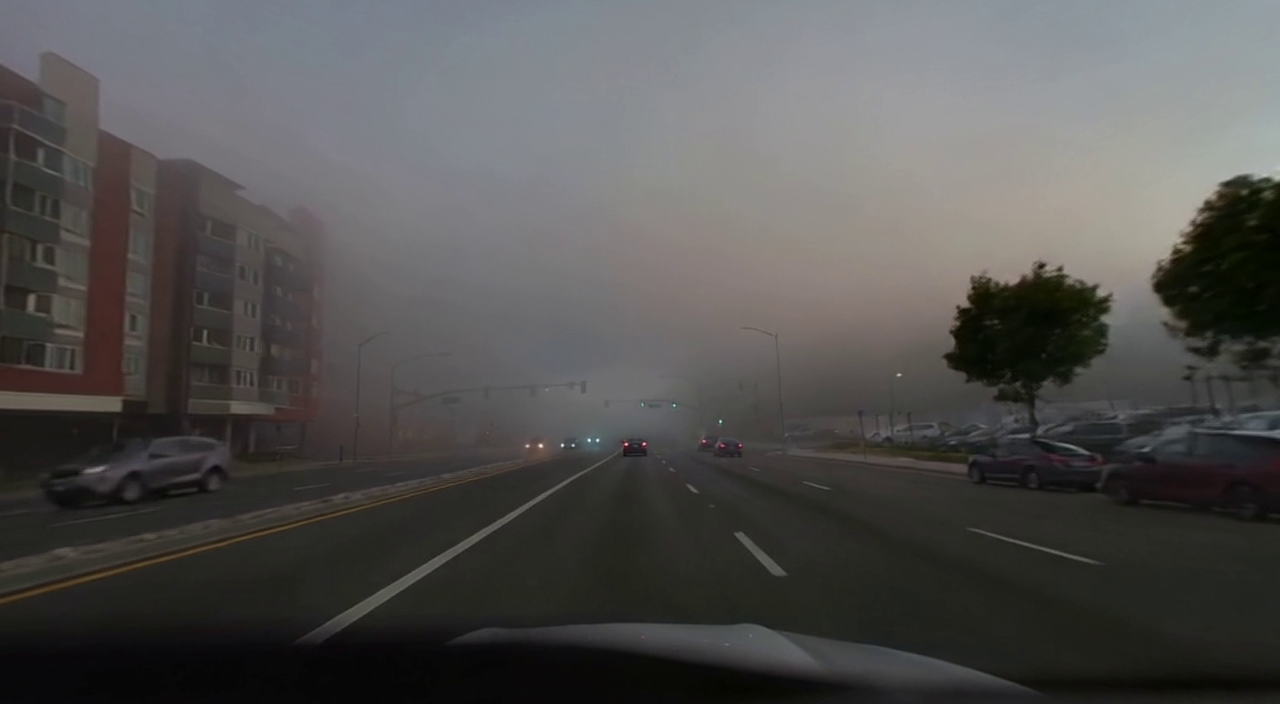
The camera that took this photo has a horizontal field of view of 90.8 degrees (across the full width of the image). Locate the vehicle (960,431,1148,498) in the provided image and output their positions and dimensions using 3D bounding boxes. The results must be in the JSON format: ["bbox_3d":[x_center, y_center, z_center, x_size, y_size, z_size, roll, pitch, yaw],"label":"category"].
[{"bbox_3d":[10.352,2.836,16.303,1.948,1.489,4.276,0,-8,0],"label":"vehicle"}]

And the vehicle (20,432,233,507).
[{"bbox_3d":[-13.214,3.027,16.749,2.046,1.682,4.518,0,-8,-4],"label":"vehicle"}]

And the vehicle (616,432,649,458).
[{"bbox_3d":[-0.462,6.078,41.330,2.032,1.593,3.896,0,-8,0],"label":"vehicle"}]

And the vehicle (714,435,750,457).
[{"bbox_3d":[6.324,6.539,43.982,1.768,1.417,4.213,0,-8,-2],"label":"vehicle"}]

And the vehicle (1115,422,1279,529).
[{"bbox_3d":[10.552,2.020,10.573,1.905,1.597,4.040,0,-8,-2],"label":"vehicle"}]
